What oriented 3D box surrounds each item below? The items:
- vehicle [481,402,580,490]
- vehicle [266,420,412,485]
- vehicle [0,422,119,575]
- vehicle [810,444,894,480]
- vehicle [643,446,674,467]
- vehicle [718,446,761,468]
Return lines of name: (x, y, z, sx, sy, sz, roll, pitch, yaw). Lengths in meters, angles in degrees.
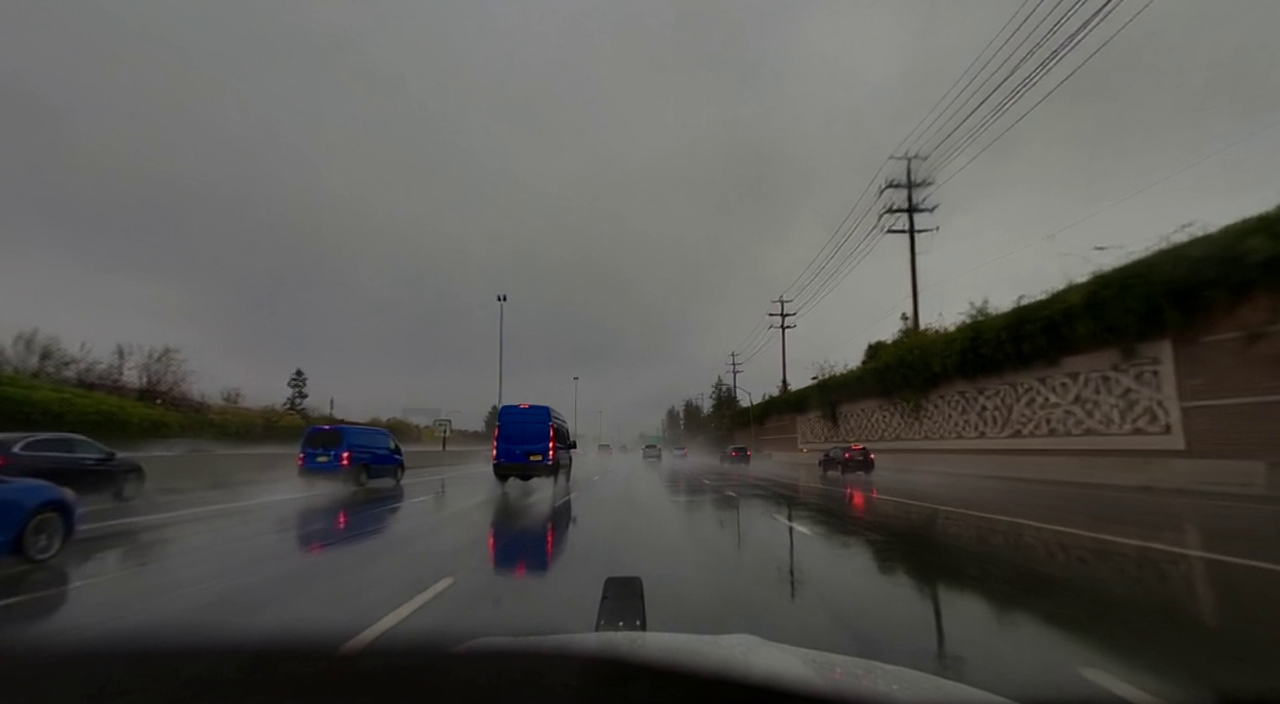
vehicle: (-3.650, 3.335, 22.334, 2.395, 2.660, 5.827, 0, -9, 1)
vehicle: (-11.326, 3.869, 24.507, 2.596, 2.162, 6.328, 0, -9, -1)
vehicle: (-7.444, 1.351, 5.496, 1.967, 1.525, 4.458, 0, -9, 0)
vehicle: (9.370, 4.904, 28.279, 2.052, 1.470, 4.364, 0, -9, -3)
vehicle: (1.311, 7.668, 46.340, 2.084, 1.492, 4.137, 0, -9, -1)
vehicle: (7.180, 7.637, 45.873, 2.095, 1.504, 4.536, 0, -9, -4)
